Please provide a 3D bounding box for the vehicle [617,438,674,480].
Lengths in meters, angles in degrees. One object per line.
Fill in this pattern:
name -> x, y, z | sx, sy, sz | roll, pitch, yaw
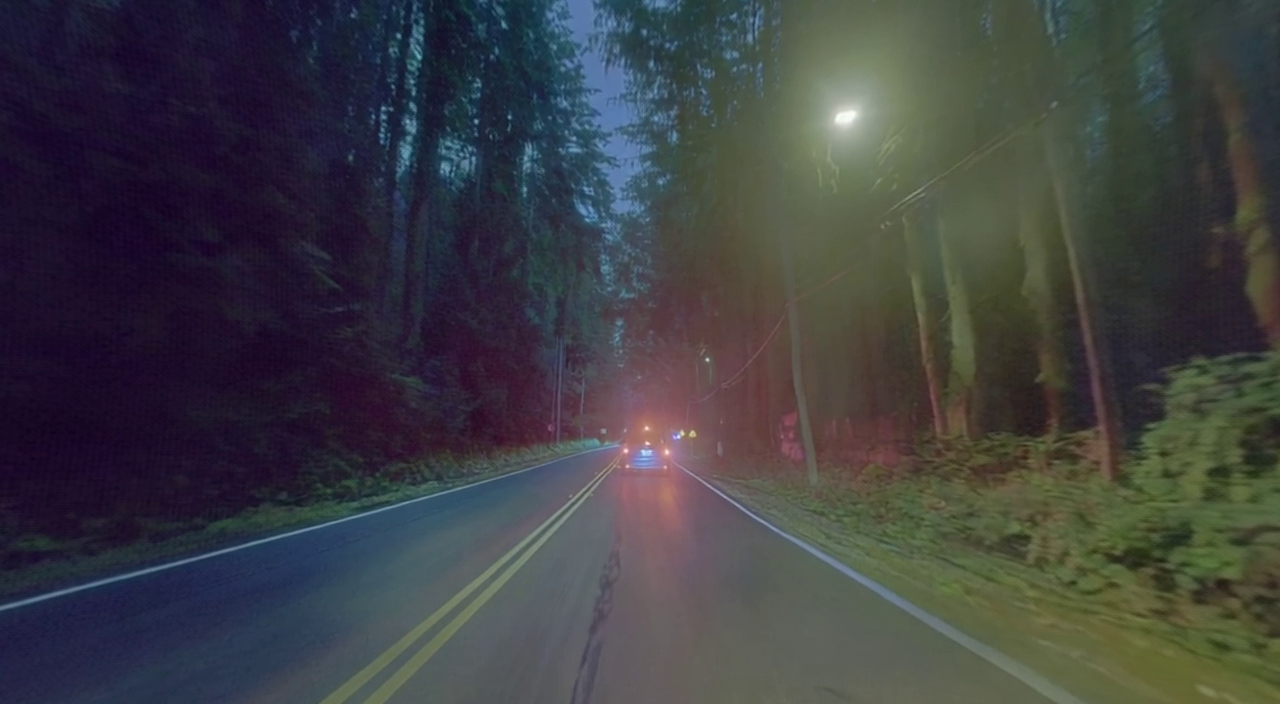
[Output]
vehicle -> 0.162, 4.177, 24.889 | 2.081, 1.503, 3.726 | 0, -8, -1
